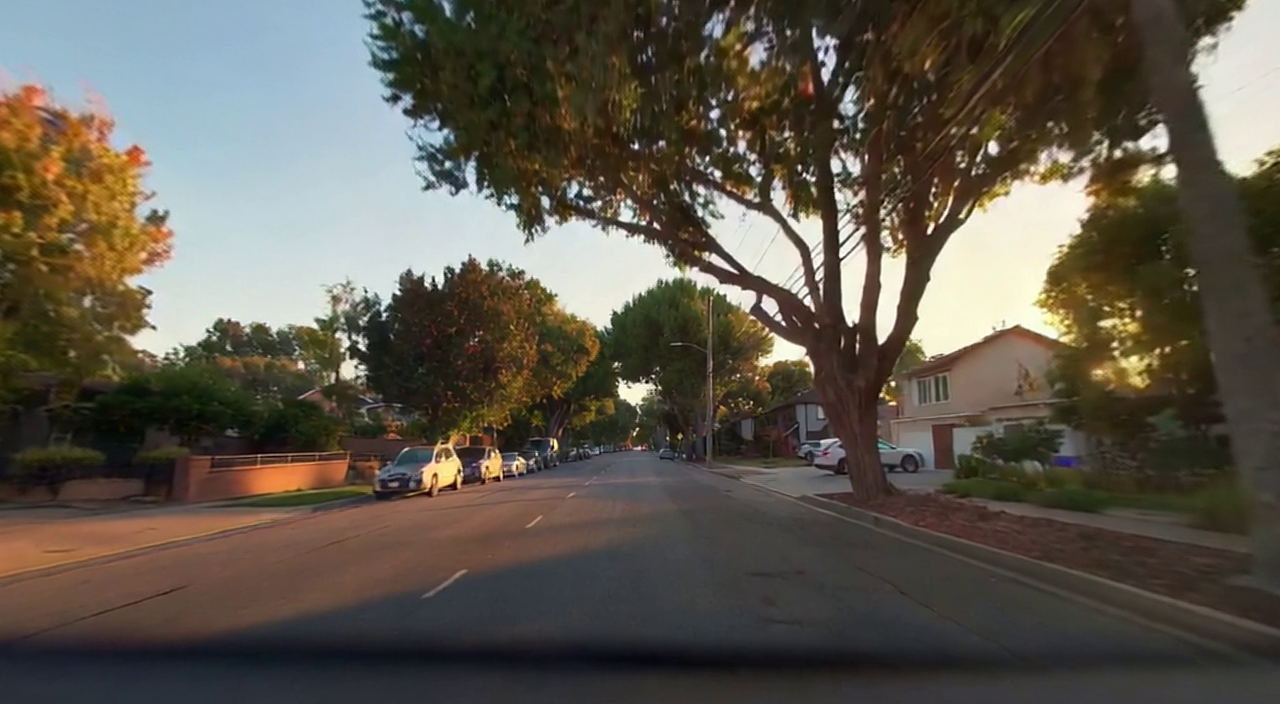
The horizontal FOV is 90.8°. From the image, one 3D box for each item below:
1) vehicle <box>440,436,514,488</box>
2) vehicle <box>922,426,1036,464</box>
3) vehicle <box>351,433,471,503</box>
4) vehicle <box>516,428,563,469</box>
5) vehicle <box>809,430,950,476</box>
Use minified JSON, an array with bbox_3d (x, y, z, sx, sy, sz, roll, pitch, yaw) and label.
[{"bbox_3d":[-6.525,4.476,25.845,1.941,1.832,4.666,-1,-10,-1],"label":"vehicle"},{"bbox_3d":[19.054,5.279,35.694,5.215,1.910,2.031,-1,-10,-3],"label":"vehicle"},{"bbox_3d":[-6.727,3.459,19.173,1.922,1.801,4.516,-1,-9,1],"label":"vehicle"},{"bbox_3d":[-7.091,6.912,45.087,2.439,2.724,5.647,0,-9,0],"label":"vehicle"},{"bbox_3d":[9.779,4.154,26.092,4.979,1.769,1.943,0,-8,-1],"label":"vehicle"}]
